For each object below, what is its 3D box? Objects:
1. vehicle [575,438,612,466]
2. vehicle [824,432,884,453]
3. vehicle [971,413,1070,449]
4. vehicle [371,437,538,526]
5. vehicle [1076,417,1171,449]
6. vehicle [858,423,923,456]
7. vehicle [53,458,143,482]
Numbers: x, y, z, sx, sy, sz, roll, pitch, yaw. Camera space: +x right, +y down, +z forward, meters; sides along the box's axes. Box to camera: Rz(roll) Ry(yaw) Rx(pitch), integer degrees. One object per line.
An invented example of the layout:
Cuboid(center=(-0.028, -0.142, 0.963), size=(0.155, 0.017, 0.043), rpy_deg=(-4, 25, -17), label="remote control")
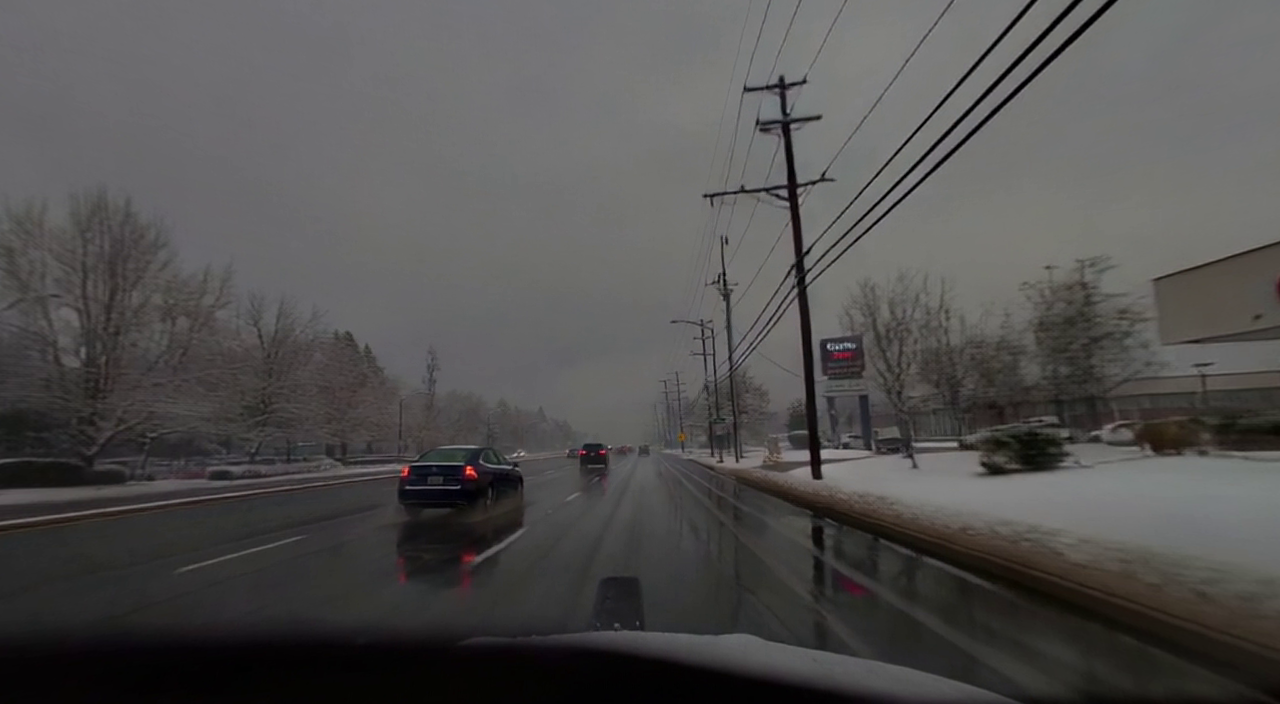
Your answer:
Cuboid(center=(-3.116, 6.777, 42.776), size=(2.087, 1.736, 4.311), rpy_deg=(0, -9, 1), label="vehicle")
Cuboid(center=(16.770, 7.120, 49.317), size=(4.497, 1.548, 1.997), rpy_deg=(6, -10, -31), label="vehicle")
Cuboid(center=(22.783, 4.825, 38.058), size=(2.266, 1.951, 5.849), rpy_deg=(1, -8, -1), label="vehicle")
Cuboid(center=(-3.494, 2.513, 12.866), size=(1.942, 1.469, 4.426), rpy_deg=(0, -9, 2), label="vehicle")
Cuboid(center=(28.854, 4.898, 37.755), size=(1.985, 1.739, 4.397), rpy_deg=(1, -8, -4), label="vehicle")
Cuboid(center=(16.987, 5.907, 42.634), size=(4.319, 1.812, 2.020), rpy_deg=(2, -10, -39), label="vehicle")
Cuboid(center=(-40.251, 8.763, 46.868), size=(4.560, 1.649, 2.040), rpy_deg=(1, -9, -6), label="vehicle")
